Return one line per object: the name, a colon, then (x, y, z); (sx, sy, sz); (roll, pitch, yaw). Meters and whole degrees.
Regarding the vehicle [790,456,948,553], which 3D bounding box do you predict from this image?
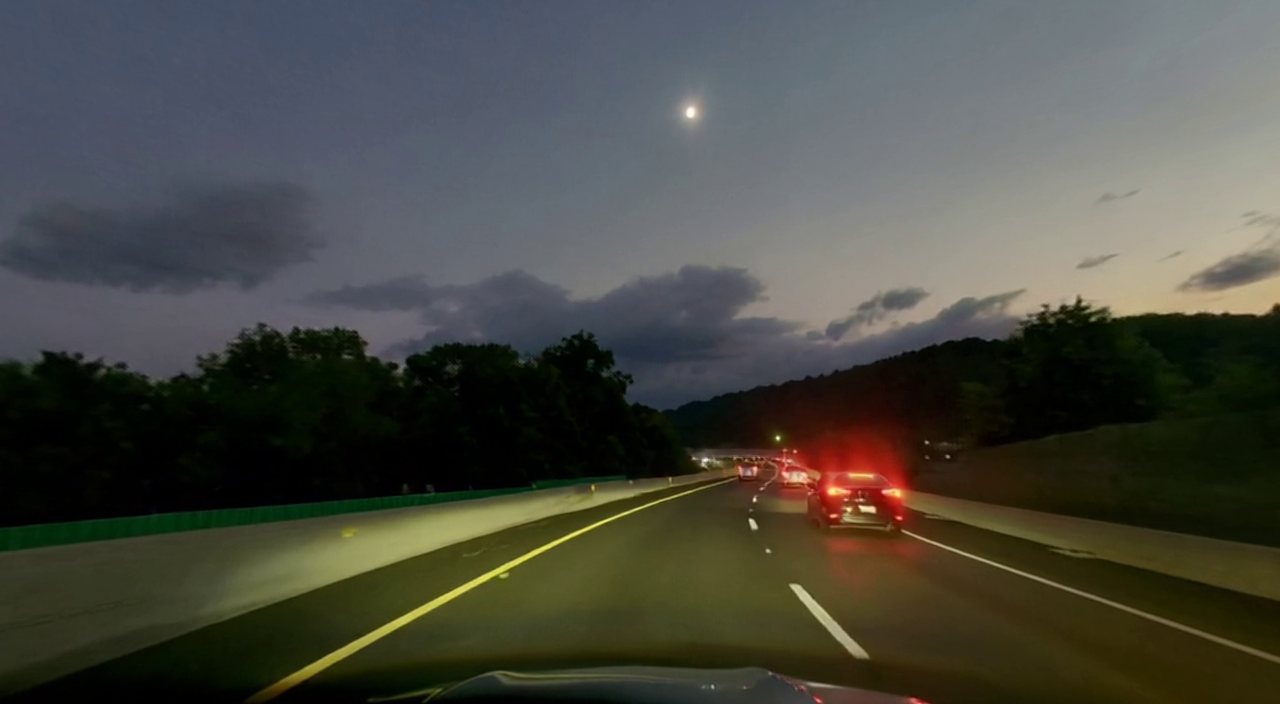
vehicle: (4.415, 2.995, 12.916); (2.023, 1.593, 4.105); (0, -11, 6)
